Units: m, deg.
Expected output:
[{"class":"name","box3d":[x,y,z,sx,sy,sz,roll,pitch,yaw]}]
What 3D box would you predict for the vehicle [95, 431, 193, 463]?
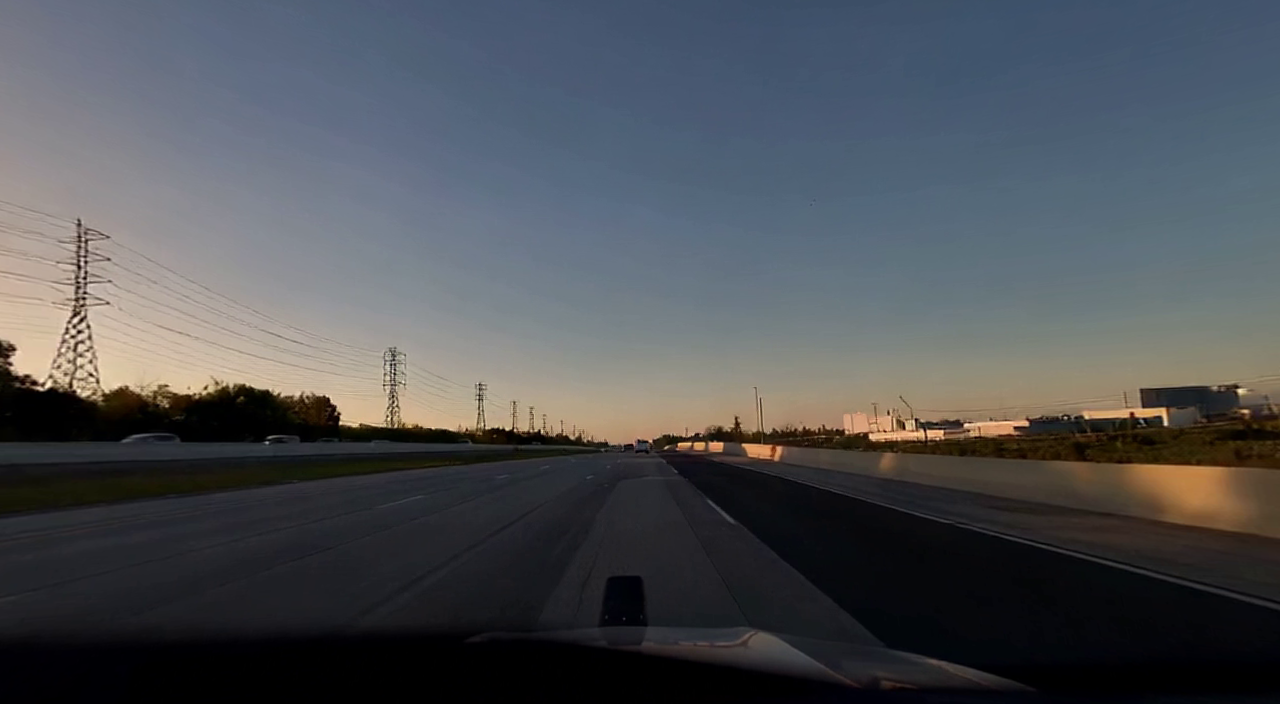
[{"class":"vehicle","box3d":[-30.464,5.865,38.966,2.056,1.823,4.811,0,-8,0]}]
